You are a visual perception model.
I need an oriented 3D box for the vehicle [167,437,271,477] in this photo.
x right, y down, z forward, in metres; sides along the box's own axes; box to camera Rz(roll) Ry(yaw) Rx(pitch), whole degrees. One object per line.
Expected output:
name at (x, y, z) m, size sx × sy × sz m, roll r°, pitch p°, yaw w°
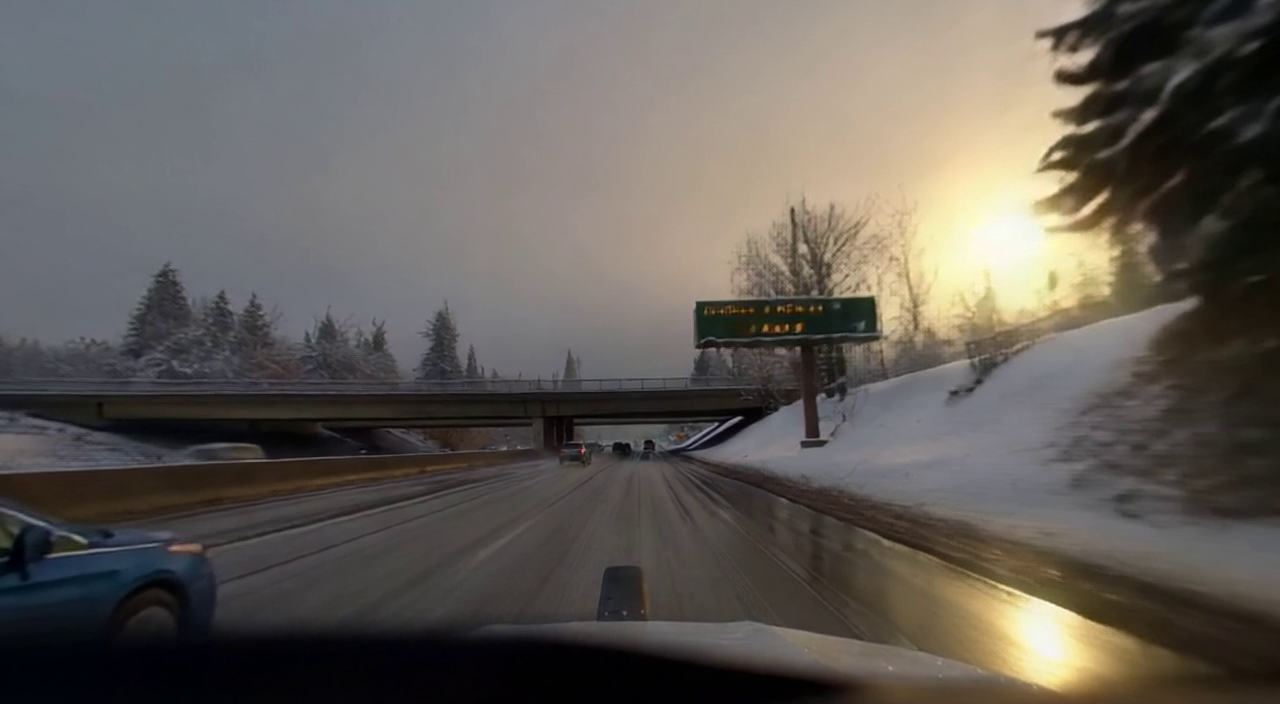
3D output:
vehicle at (-16.223, 4.049, 24.509) m, size 1.530 × 1.404 × 3.459 m, roll 0°, pitch -8°, yaw 2°

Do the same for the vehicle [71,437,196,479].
vehicle at (-20.222, 4.232, 25.402) m, size 1.890 × 1.538 × 3.644 m, roll 0°, pitch -8°, yaw 3°
